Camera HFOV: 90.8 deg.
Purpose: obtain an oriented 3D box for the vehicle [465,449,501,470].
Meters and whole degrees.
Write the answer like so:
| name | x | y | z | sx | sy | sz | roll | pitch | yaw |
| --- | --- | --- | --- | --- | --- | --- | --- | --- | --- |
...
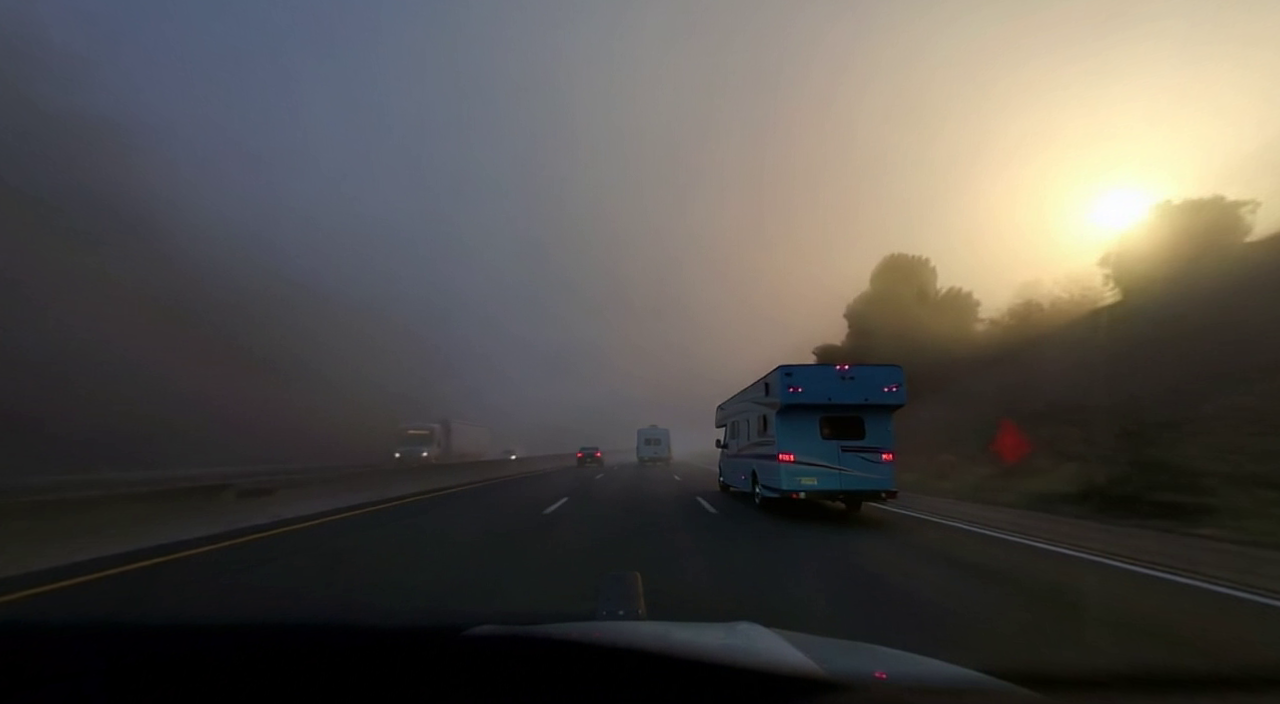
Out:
| name | x | y | z | sx | sy | sz | roll | pitch | yaw |
| --- | --- | --- | --- | --- | --- | --- | --- | --- | --- |
| vehicle | -11.381 | 7.808 | 45.843 | 1.642 | 1.440 | 3.574 | -1 | -9 | 1 |

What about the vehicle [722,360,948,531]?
| name | x | y | z | sx | sy | sz | roll | pitch | yaw |
| --- | --- | --- | --- | --- | --- | --- | --- | --- | --- |
| vehicle | 3.785 | 2.128 | 14.438 | 2.607 | 2.910 | 7.252 | 0 | -9 | -2 |

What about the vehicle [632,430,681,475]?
| name | x | y | z | sx | sy | sz | roll | pitch | yaw |
| --- | --- | --- | --- | --- | --- | --- | --- | --- | --- |
| vehicle | 0.848 | 5.629 | 35.314 | 2.524 | 2.310 | 4.986 | 0 | -9 | 0 |

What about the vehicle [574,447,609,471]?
| name | x | y | z | sx | sy | sz | roll | pitch | yaw |
| --- | --- | --- | --- | --- | --- | --- | --- | --- | --- |
| vehicle | -3.306 | 7.367 | 43.659 | 1.959 | 1.502 | 4.559 | 0 | -9 | 1 |
